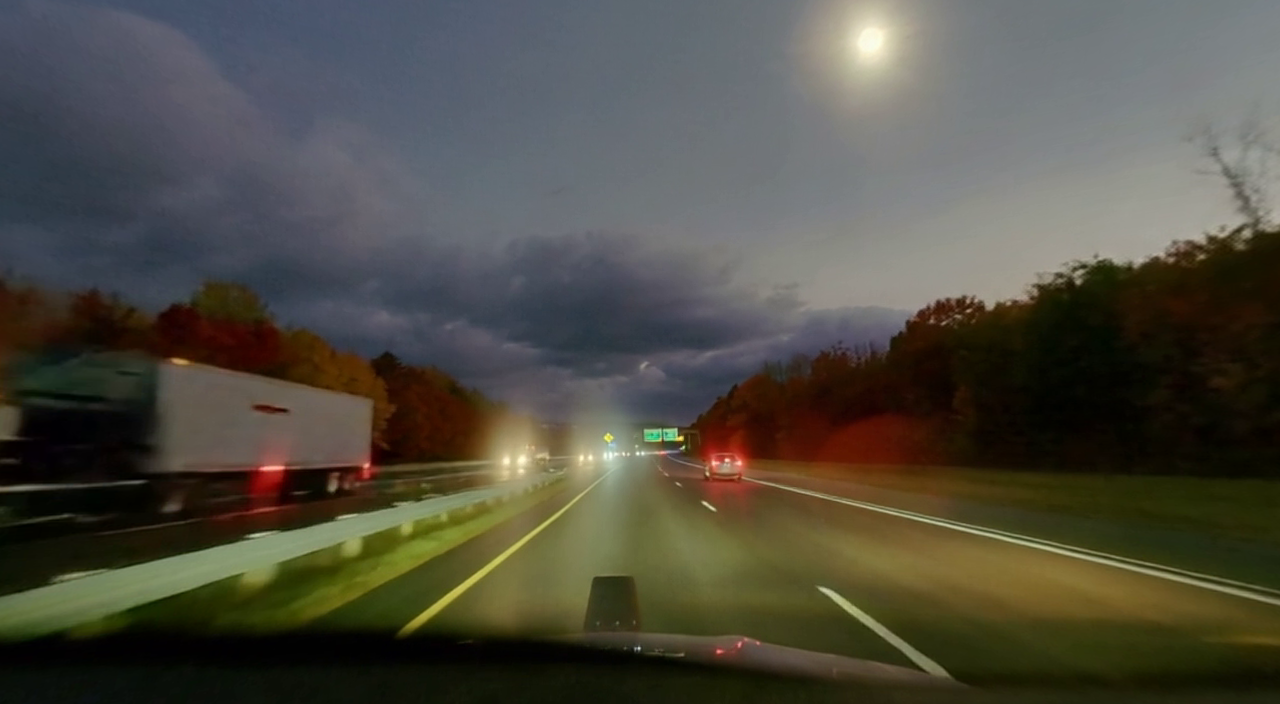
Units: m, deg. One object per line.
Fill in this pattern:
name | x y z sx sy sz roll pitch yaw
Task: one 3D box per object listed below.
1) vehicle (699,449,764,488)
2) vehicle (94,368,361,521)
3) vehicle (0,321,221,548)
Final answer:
vehicle | 3.870 5.027 27.408 2.070 1.546 4.648 0 -9 -1
vehicle | -12.904 3.117 21.139 2.861 4.025 8.961 0 -9 -1
vehicle | -12.817 1.585 11.813 3.017 3.962 9.879 0 -9 -1
